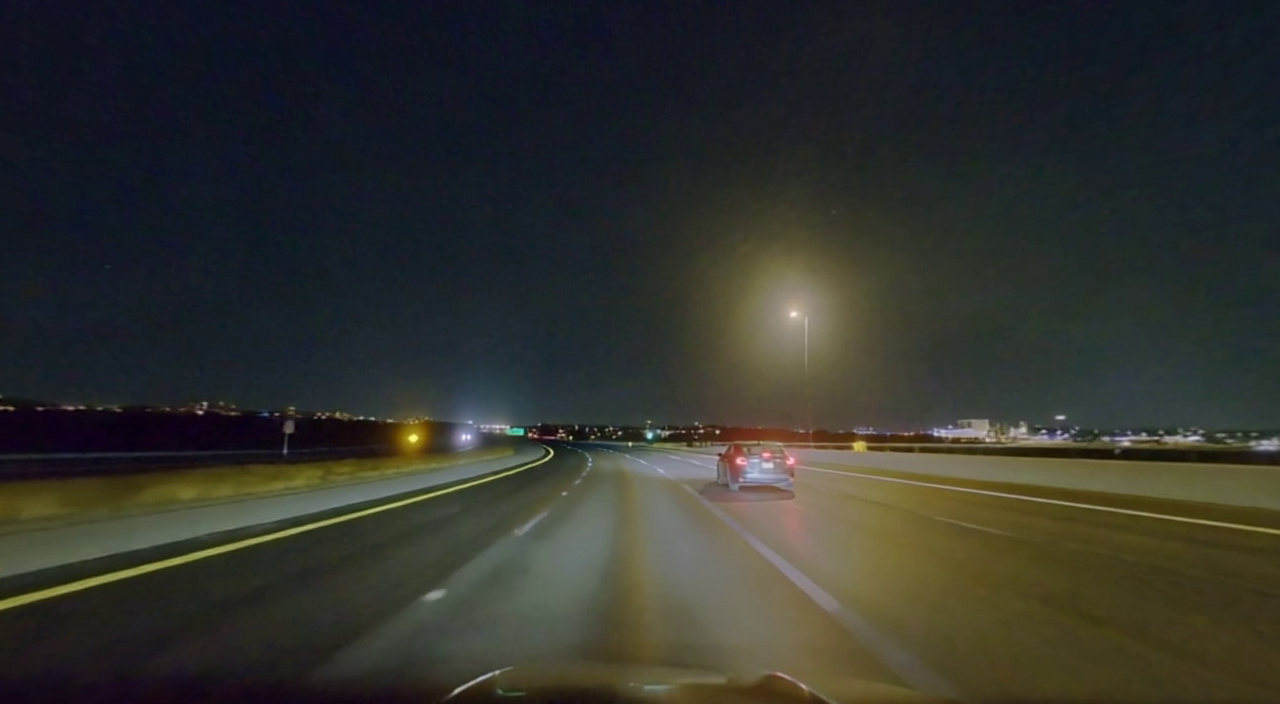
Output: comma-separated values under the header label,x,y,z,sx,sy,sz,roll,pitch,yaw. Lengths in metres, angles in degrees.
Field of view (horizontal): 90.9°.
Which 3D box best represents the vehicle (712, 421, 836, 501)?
label,x,y,z,sx,sy,sz,roll,pitch,yaw
vehicle,3.145,2.674,15.812,2.059,1.715,4.192,0,-8,-2
